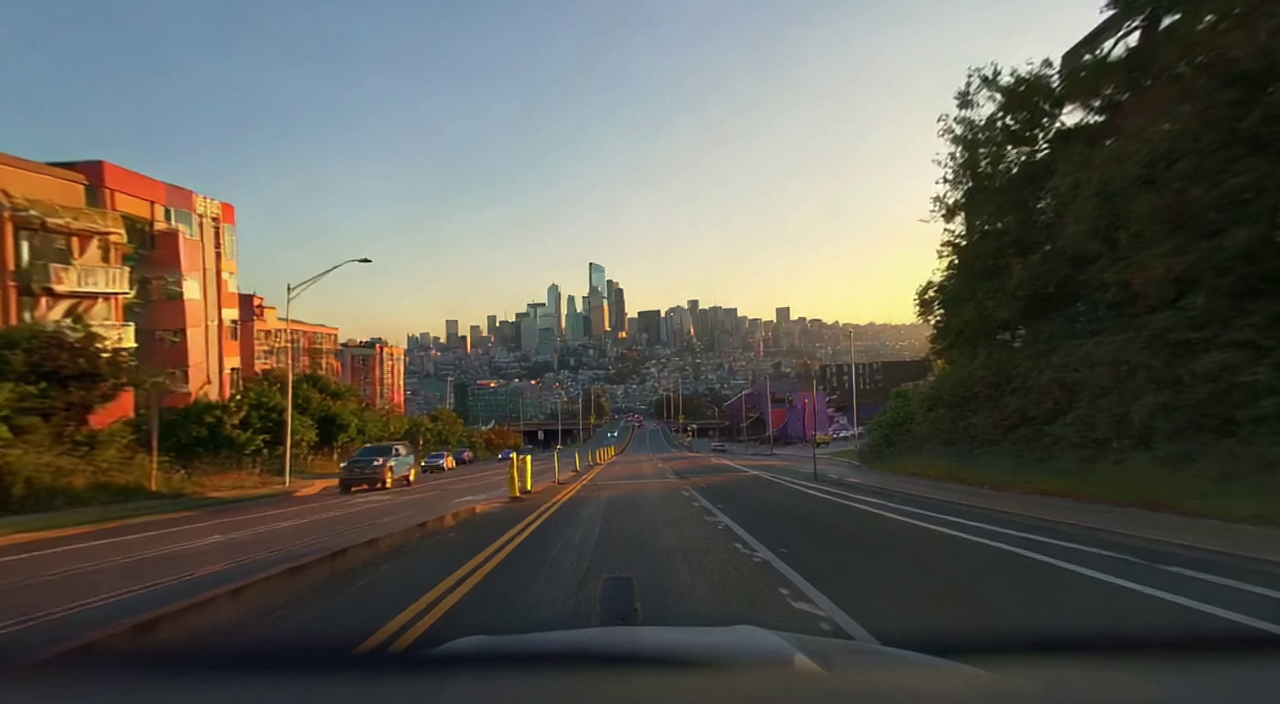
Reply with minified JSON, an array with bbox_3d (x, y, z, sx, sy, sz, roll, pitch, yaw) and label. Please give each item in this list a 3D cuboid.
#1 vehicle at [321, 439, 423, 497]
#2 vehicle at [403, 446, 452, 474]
[{"bbox_3d":[-9.625,4.145,23.145,2.112,1.873,4.717,1,-8,-7],"label":"vehicle"},{"bbox_3d":[-12.770,6.493,38.225,2.145,1.559,4.967,2,-9,-11],"label":"vehicle"}]
